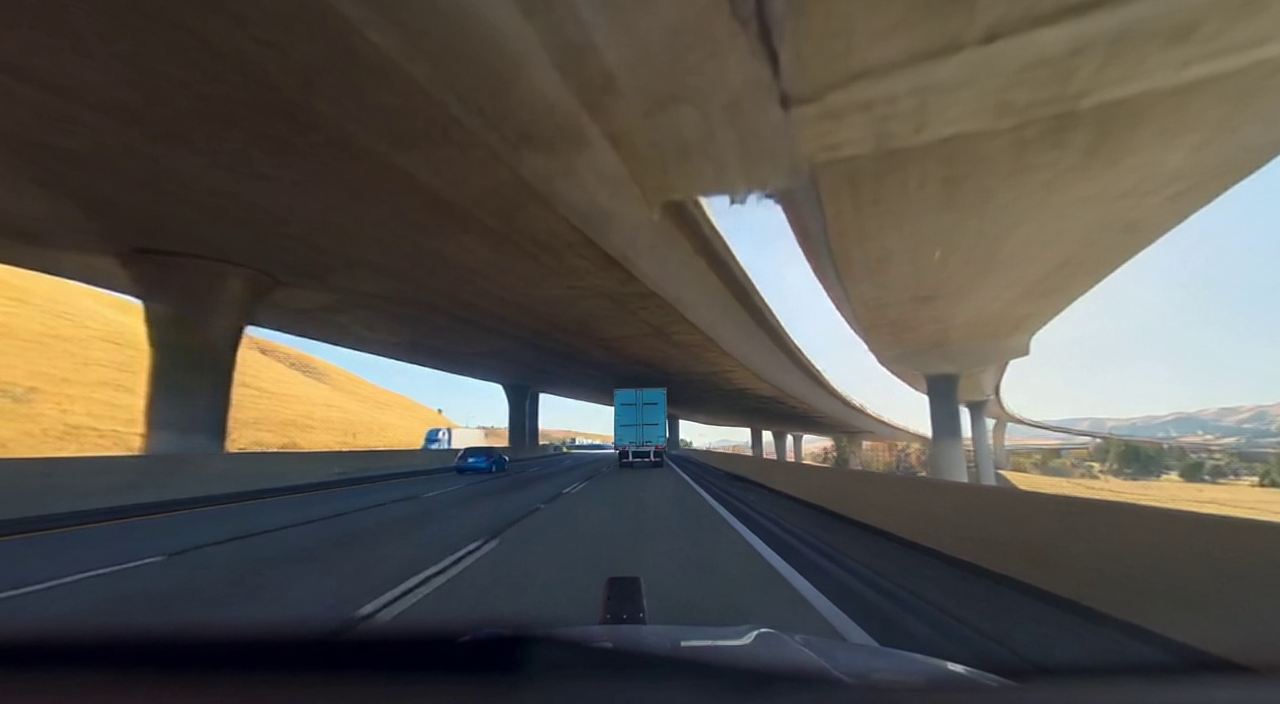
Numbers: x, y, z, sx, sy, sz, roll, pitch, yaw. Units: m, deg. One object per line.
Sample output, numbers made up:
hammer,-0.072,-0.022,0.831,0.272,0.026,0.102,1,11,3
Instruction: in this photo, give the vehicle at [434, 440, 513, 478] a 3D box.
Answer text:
vehicle,-7.055,4.597,27.291,2.078,1.496,4.563,0,-8,1

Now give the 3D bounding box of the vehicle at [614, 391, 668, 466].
vehicle,0.040,4.965,39.604,2.866,4.014,11.261,0,-8,0
